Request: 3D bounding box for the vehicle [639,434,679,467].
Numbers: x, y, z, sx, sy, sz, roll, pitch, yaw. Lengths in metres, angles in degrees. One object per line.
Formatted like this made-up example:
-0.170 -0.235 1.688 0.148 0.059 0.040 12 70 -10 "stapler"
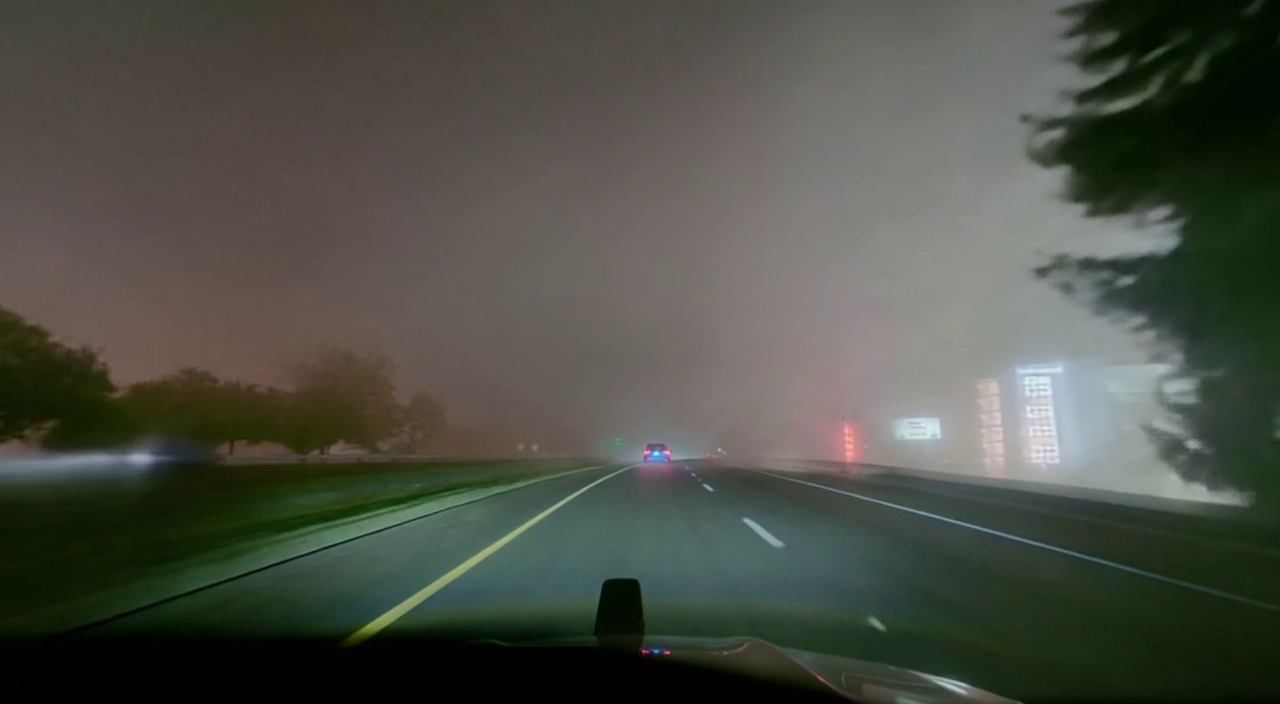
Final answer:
1.413 6.863 43.753 2.546 2.126 5.153 -1 -8 4 "vehicle"
